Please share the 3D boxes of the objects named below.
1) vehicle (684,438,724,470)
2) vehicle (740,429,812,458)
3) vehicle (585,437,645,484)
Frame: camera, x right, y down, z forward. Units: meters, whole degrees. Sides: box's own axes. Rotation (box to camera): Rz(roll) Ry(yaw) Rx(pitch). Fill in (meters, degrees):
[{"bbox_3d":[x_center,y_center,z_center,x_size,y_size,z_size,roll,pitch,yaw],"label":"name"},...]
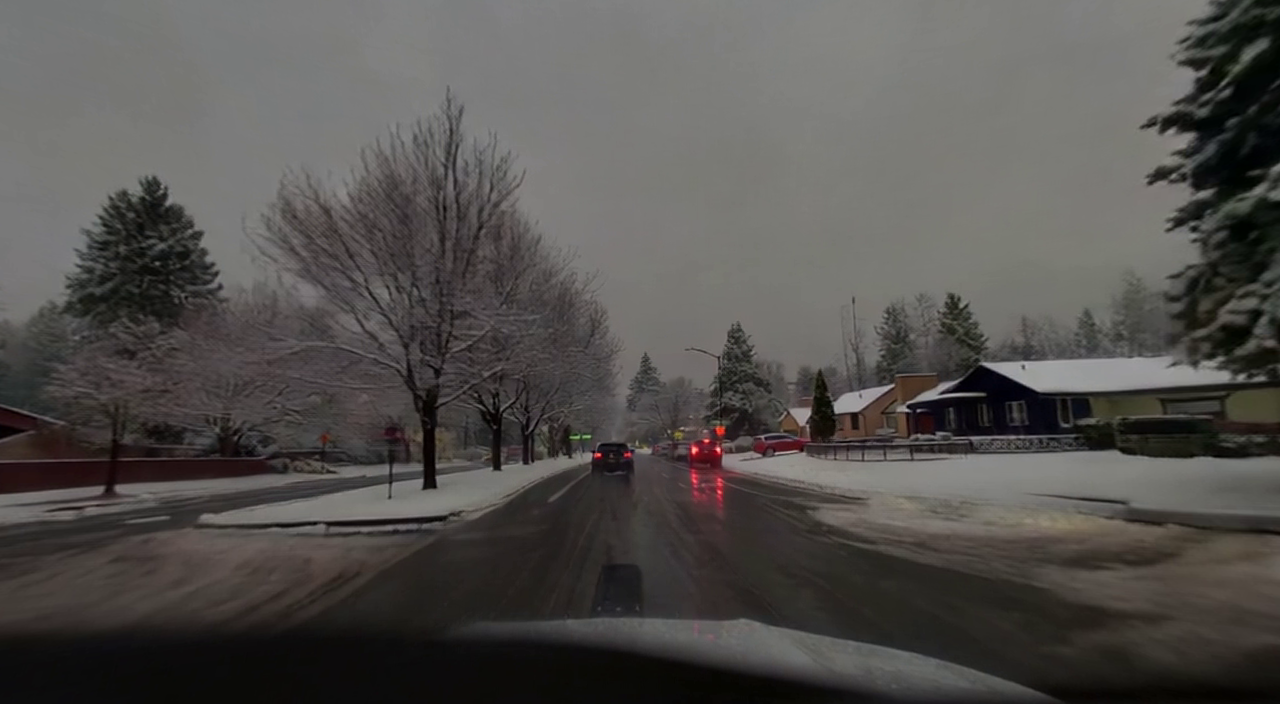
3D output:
[{"bbox_3d":[3.801,6.129,38.343,2.045,1.776,4.851,0,-8,2],"label":"vehicle"},{"bbox_3d":[10.265,6.913,47.901,4.919,1.886,2.086,-3,-9,0],"label":"vehicle"},{"bbox_3d":[-0.912,4.104,24.348,2.106,1.655,3.717,0,-8,-1],"label":"vehicle"}]
